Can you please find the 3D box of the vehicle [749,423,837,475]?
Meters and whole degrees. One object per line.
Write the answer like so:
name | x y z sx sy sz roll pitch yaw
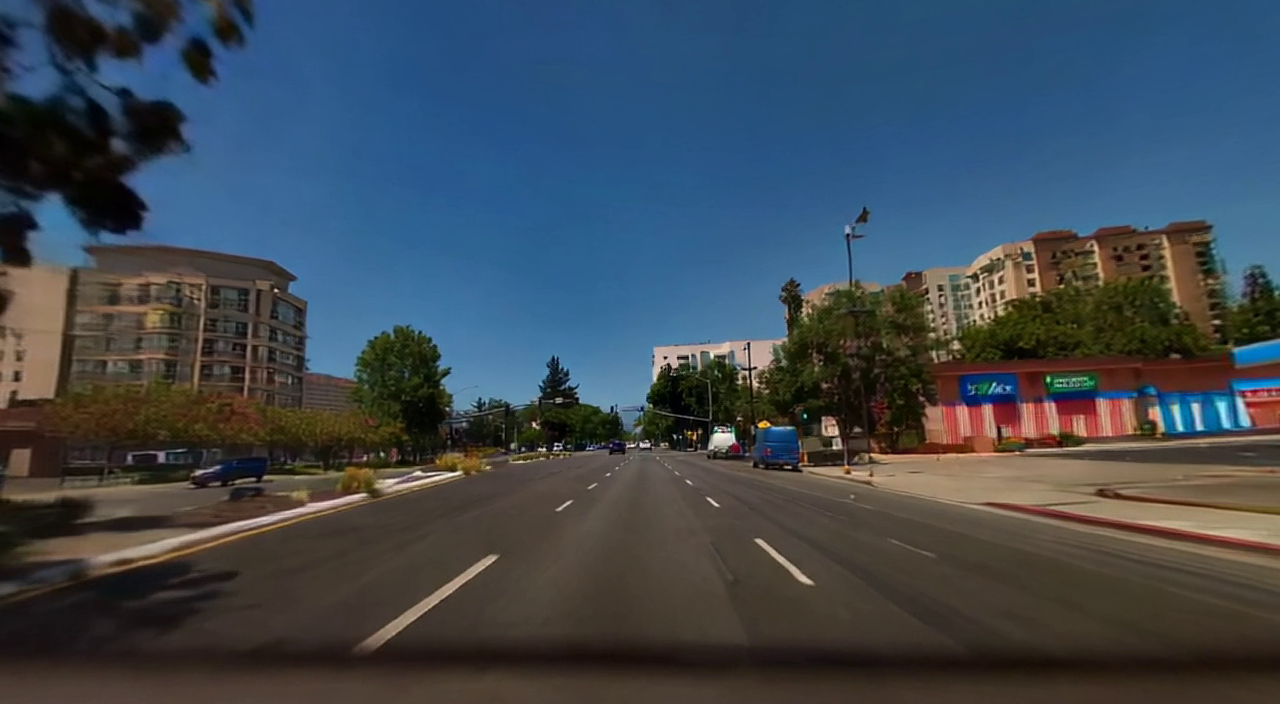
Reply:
vehicle | 7.489 4.892 31.826 2.764 2.327 6.492 0 -8 0
